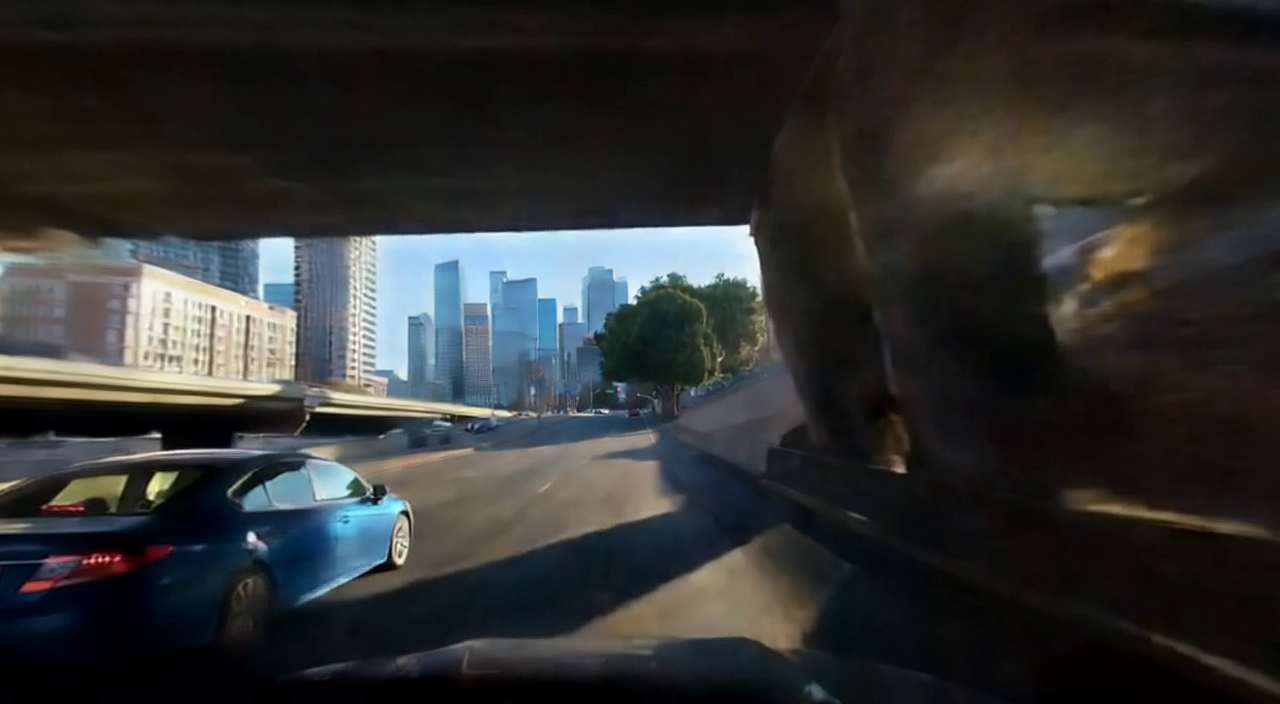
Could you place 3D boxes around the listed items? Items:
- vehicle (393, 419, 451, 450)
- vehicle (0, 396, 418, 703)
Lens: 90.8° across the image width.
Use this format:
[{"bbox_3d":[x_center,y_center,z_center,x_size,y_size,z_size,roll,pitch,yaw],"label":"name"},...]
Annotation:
[{"bbox_3d":[-13.734,5.185,40.082,1.983,1.649,4.565,-1,-4,1],"label":"vehicle"},{"bbox_3d":[-3.172,1.169,3.924,2.041,1.470,4.290,-1,-8,0],"label":"vehicle"}]
